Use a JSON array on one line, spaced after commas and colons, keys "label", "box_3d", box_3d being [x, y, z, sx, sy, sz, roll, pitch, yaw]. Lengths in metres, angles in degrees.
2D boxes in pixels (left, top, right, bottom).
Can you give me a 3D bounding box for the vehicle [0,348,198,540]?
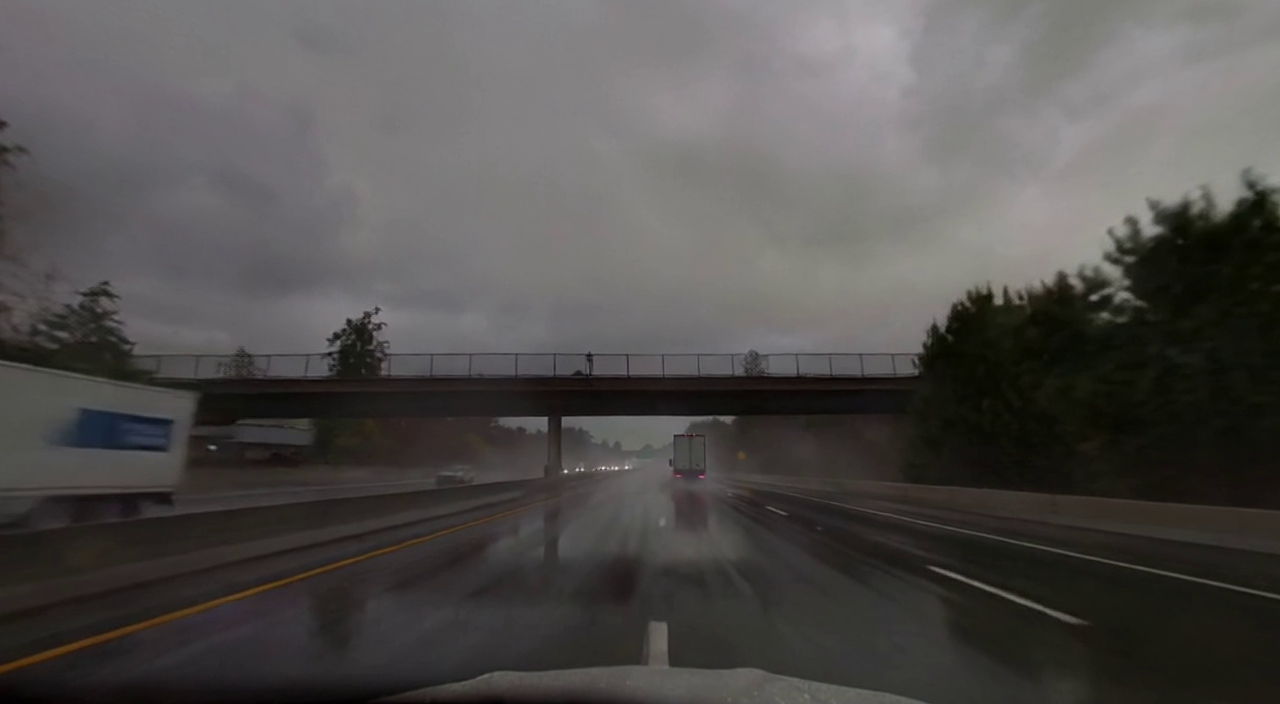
[{"label": "vehicle", "box_3d": [-14.139, 2.090, 14.024, 2.798, 3.751, 7.543, 1, -11, 1]}]
